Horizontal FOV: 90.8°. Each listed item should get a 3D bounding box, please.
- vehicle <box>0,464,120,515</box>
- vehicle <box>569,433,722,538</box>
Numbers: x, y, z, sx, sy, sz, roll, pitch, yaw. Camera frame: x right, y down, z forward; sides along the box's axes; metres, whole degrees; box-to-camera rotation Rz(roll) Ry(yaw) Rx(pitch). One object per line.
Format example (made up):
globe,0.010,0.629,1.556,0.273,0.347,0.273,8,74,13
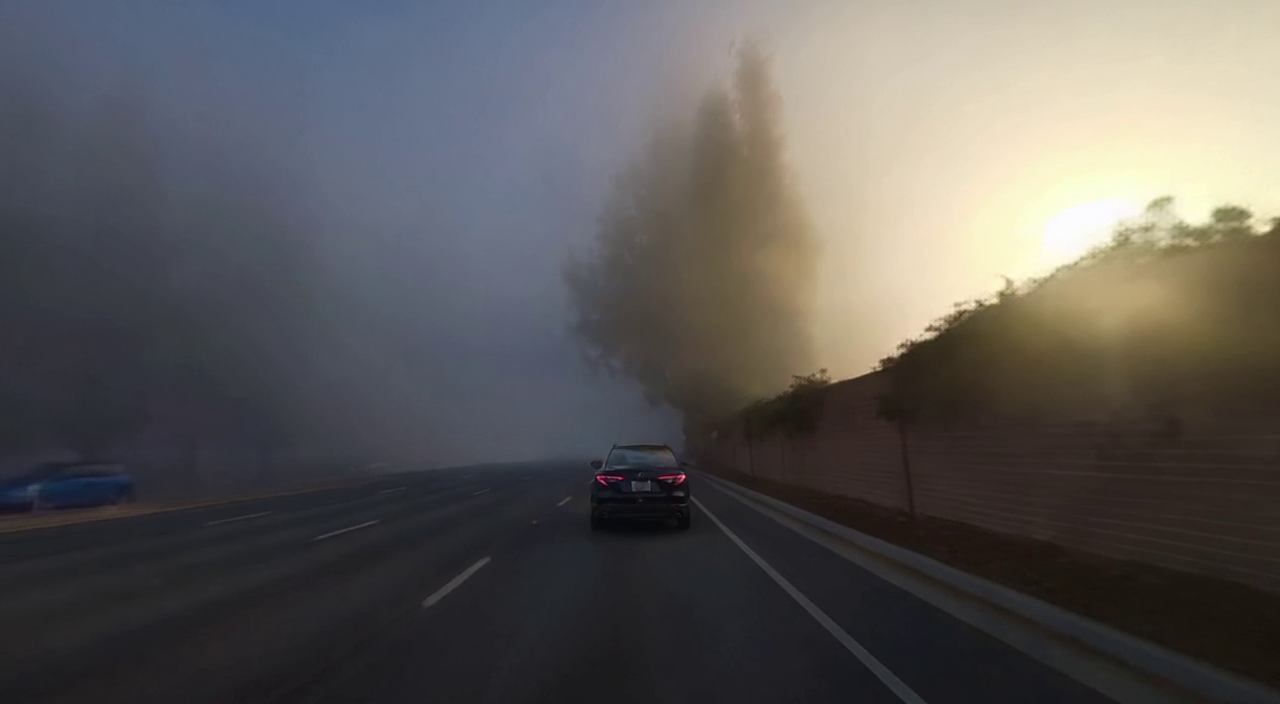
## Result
vehicle,-21.530,4.808,22.525,1.950,1.485,4.711,0,-8,0
vehicle,0.068,2.253,11.330,2.205,1.509,4.272,0,-8,0
